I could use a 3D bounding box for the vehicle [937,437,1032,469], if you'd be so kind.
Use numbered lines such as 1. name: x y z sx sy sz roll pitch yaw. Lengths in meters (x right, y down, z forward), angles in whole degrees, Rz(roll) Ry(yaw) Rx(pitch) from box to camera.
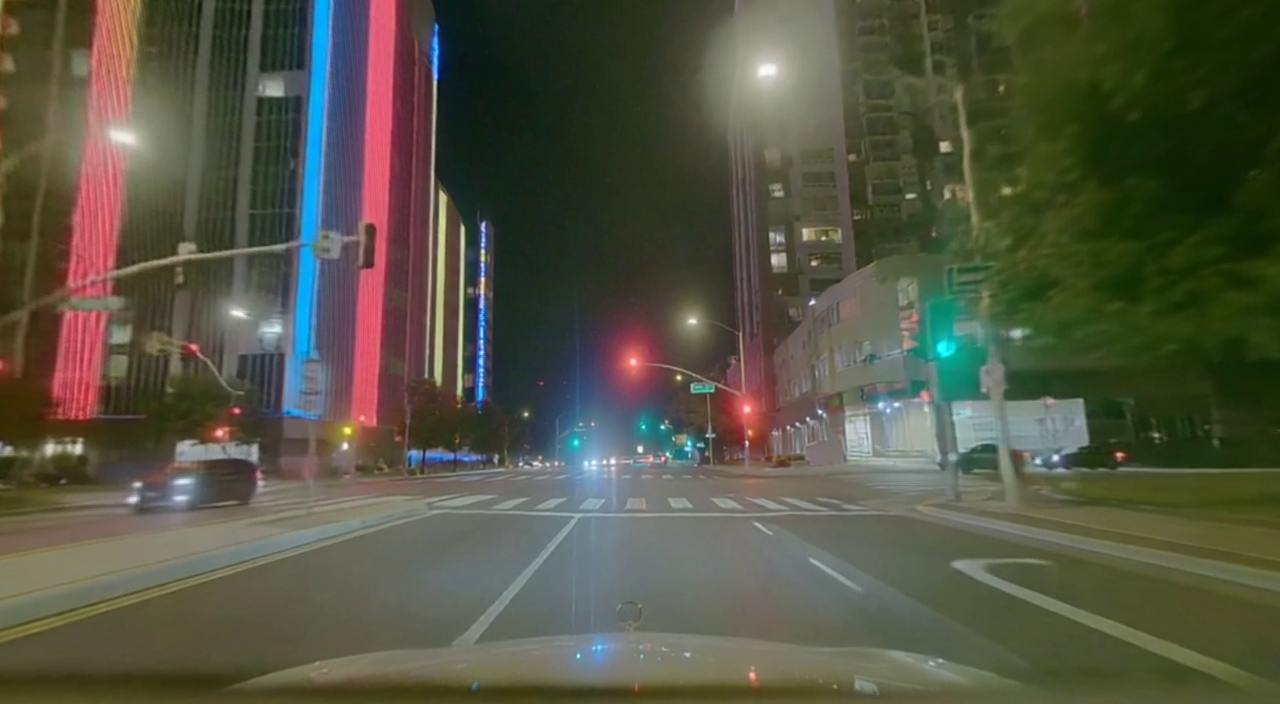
1. vehicle: 18.675 5.480 34.277 4.009 1.620 1.882 0 -9 -4

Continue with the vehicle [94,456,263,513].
1. vehicle: -13.895 3.970 19.384 1.833 1.444 4.325 -1 -8 2
